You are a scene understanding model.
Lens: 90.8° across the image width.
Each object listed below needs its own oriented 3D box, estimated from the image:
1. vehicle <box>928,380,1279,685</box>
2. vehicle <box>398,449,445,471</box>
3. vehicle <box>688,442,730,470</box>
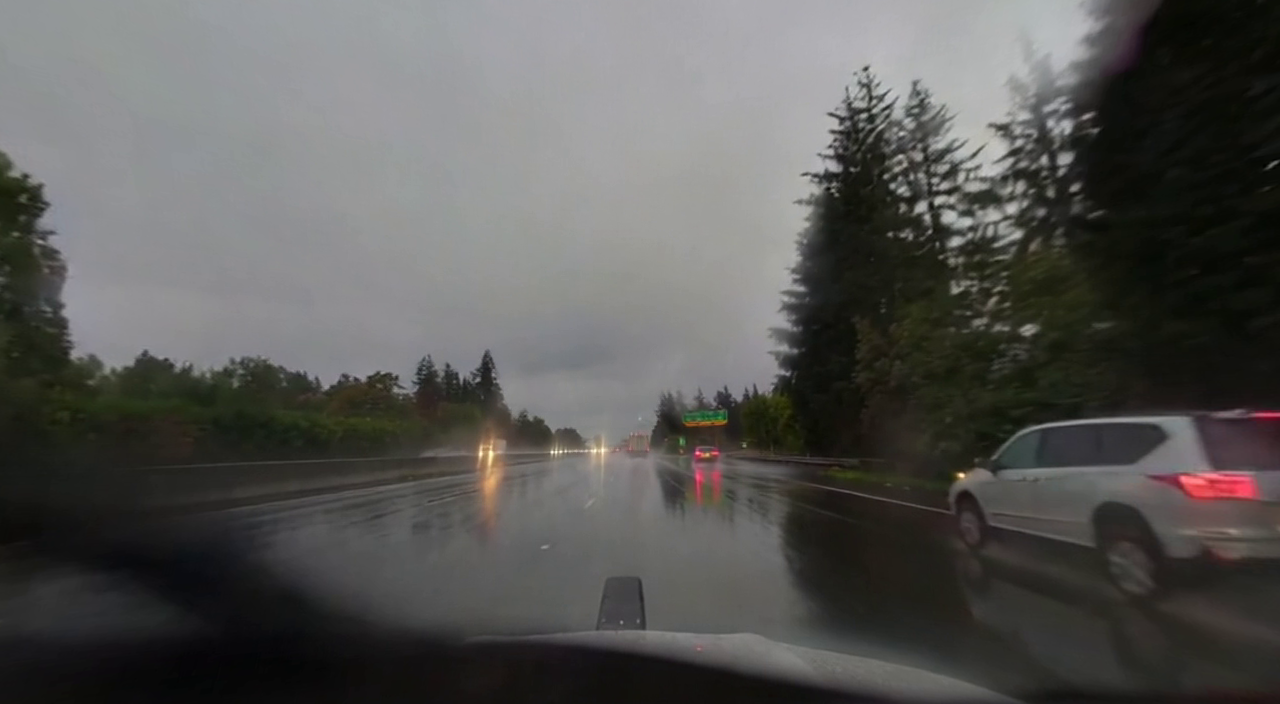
[{"bbox_3d":[4.345,1.210,5.006,1.929,1.604,4.478,0,-9,-1],"label":"vehicle"},{"bbox_3d":[-15.616,7.746,45.347,1.863,1.472,4.351,0,-9,0],"label":"vehicle"},{"bbox_3d":[4.386,6.666,40.671,2.096,1.712,4.697,0,-9,-1],"label":"vehicle"}]
